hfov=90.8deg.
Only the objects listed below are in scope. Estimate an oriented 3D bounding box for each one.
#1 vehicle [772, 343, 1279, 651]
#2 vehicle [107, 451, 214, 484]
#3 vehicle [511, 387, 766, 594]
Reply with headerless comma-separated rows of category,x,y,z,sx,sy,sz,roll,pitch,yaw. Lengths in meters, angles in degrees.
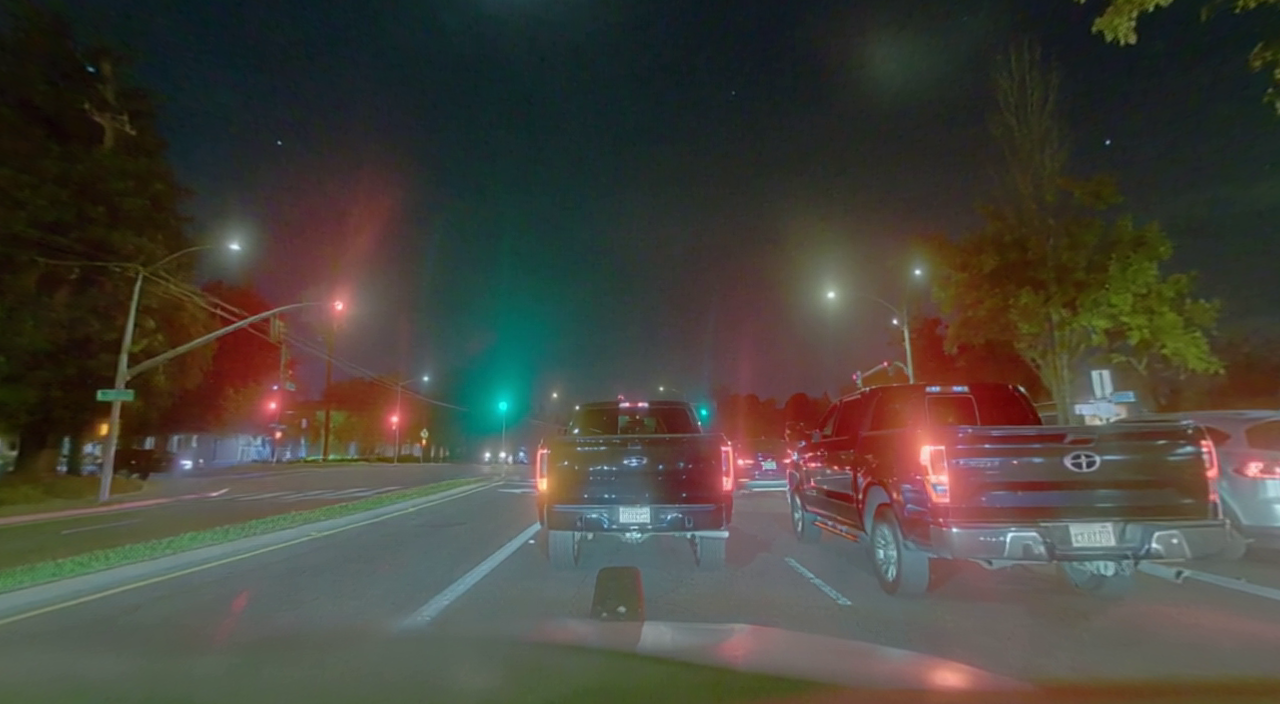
vehicle,3.319,1.328,6.923,2.412,1.953,5.682,0,-9,-1
vehicle,-26.393,6.334,34.988,4.437,1.669,1.936,5,-10,-30
vehicle,-0.063,1.594,8.157,2.240,1.821,5.001,0,-9,-1
